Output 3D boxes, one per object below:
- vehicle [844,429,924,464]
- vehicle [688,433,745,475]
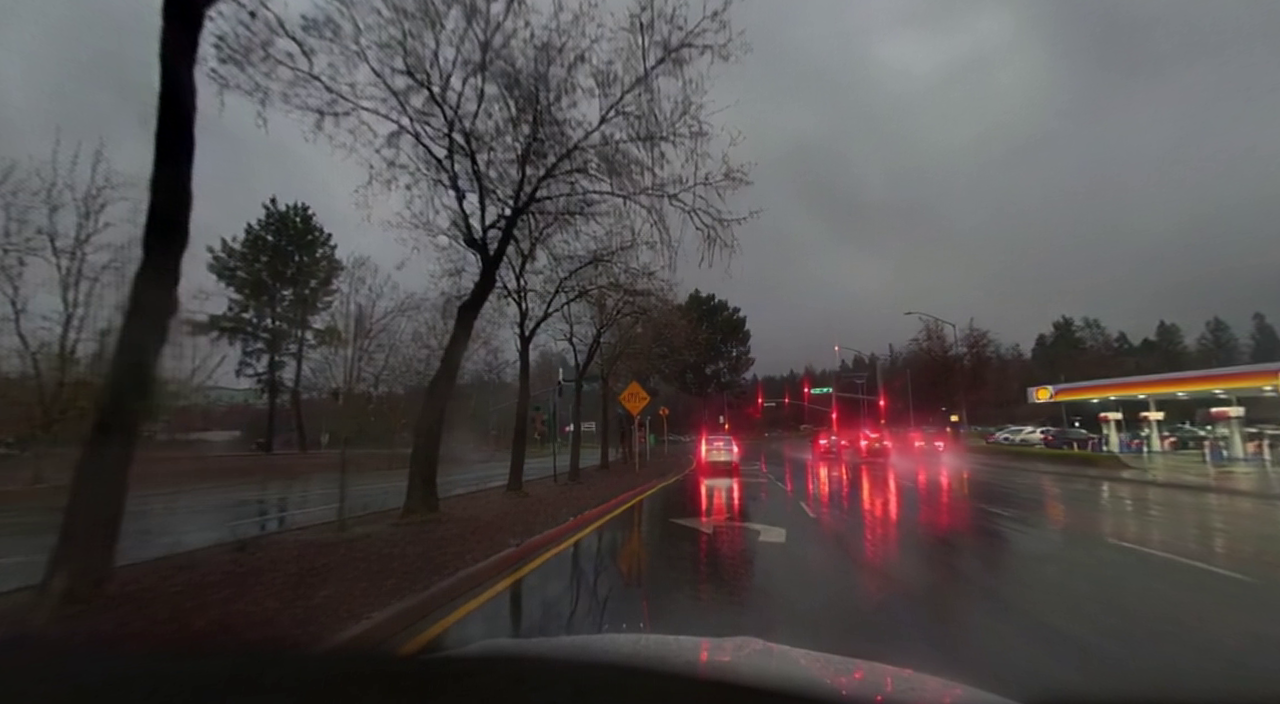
[{"bbox_3d":[12.785,5.025,33.399,1.991,1.695,4.357,1,-9,-8],"label":"vehicle"},{"bbox_3d":[3.000,3.951,24.593,2.032,1.461,4.173,-1,-9,7],"label":"vehicle"}]
